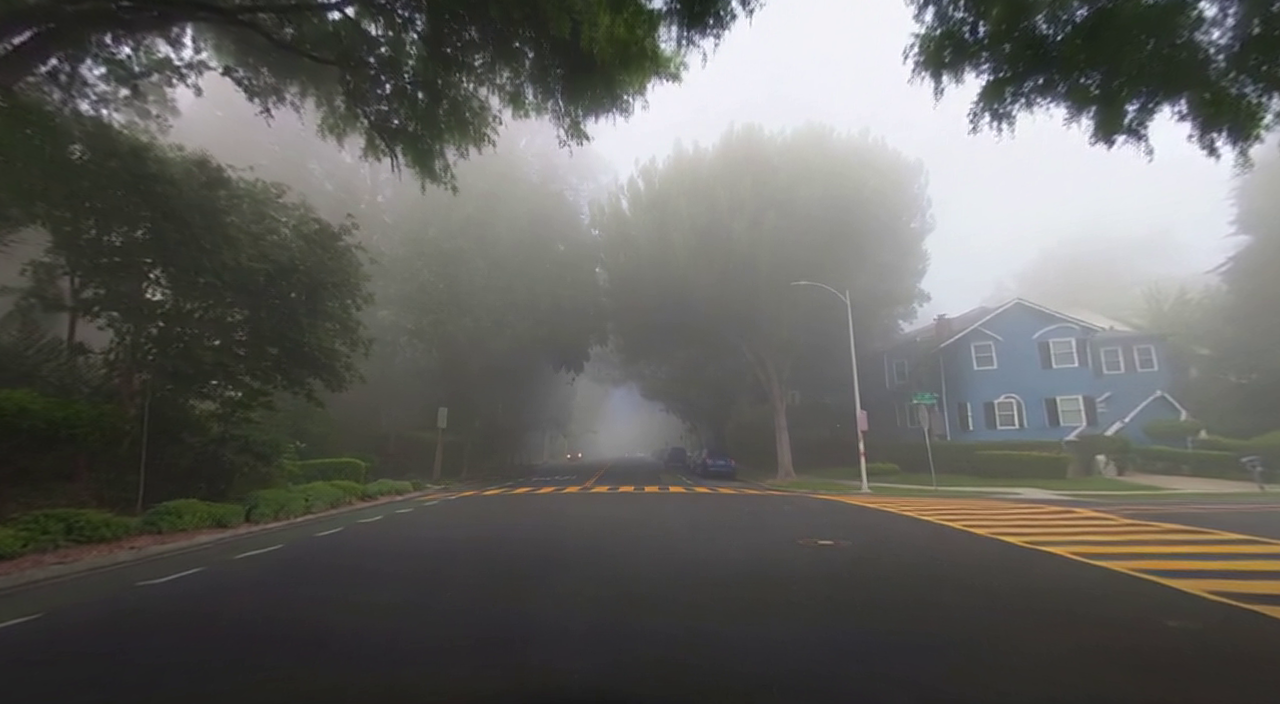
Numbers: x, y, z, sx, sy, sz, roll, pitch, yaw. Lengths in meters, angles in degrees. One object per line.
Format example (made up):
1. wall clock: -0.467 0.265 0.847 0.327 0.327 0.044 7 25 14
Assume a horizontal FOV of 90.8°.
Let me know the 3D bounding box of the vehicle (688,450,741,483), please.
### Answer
1. vehicle: 3.629 5.633 31.460 1.961 1.472 4.434 0 -9 -2
